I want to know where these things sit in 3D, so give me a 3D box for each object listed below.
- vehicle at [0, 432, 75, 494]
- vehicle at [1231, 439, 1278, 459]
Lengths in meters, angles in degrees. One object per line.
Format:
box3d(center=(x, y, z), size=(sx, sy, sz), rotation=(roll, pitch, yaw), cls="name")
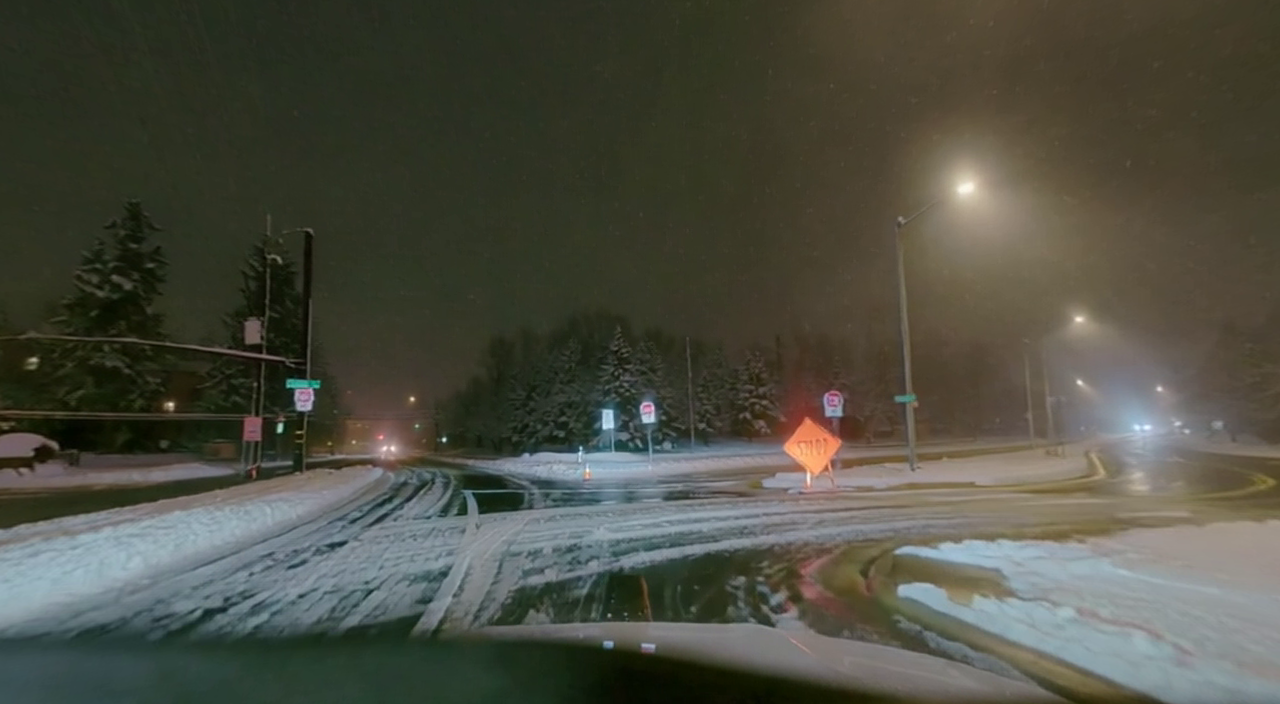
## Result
box3d(center=(-19.329, 3.425, 19.623), size=(2.159, 1.734, 4.292), rotation=(9, -12, -44), cls="vehicle")
box3d(center=(45.954, 7.251, 47.175), size=(1.752, 1.399, 4.468), rotation=(-6, -11, 35), cls="vehicle")
